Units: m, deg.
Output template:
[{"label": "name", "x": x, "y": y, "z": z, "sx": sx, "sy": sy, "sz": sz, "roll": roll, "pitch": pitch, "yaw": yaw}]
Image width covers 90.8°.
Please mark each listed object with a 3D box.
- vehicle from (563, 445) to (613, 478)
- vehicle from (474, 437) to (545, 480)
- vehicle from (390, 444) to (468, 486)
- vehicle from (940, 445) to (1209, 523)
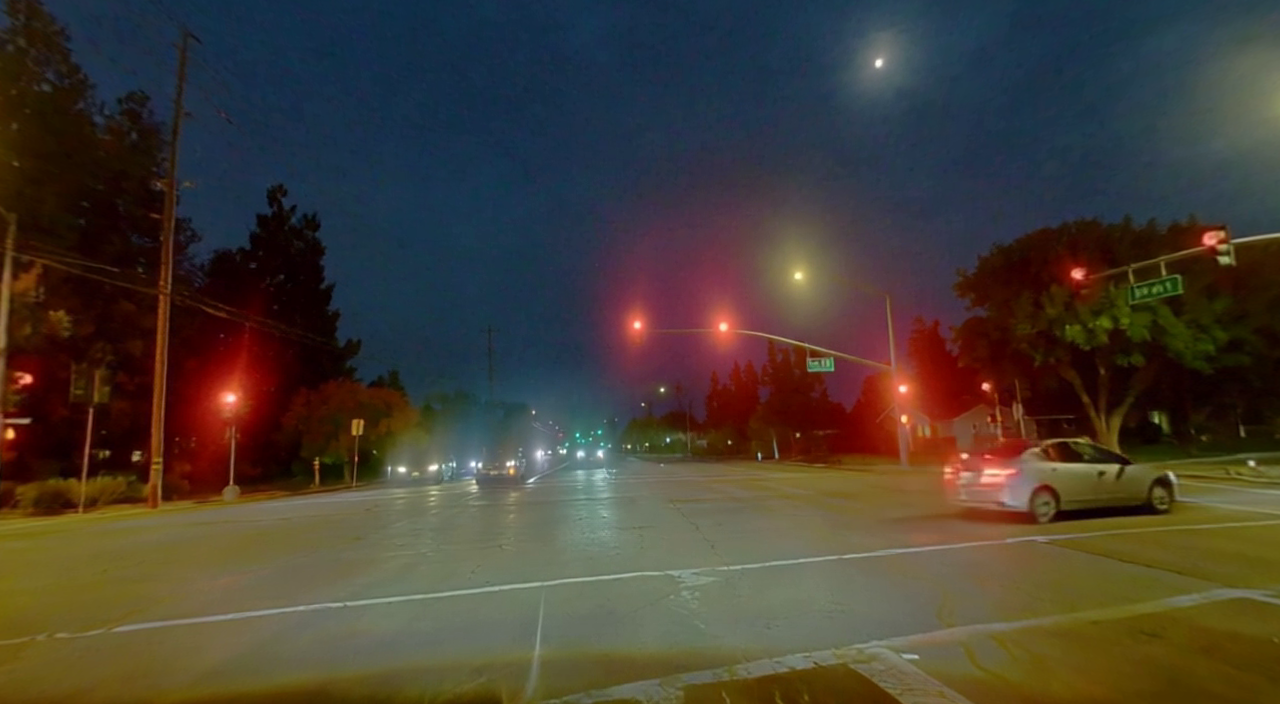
[{"label": "vehicle", "x": -2.426, "y": 5.281, "z": 30.834, "sx": 2.174, "sy": 1.477, "sz": 4.805, "roll": 0, "pitch": -9, "yaw": -2}, {"label": "vehicle", "x": -6.391, "y": 5.295, "z": 31.690, "sx": 2.479, "sy": 1.977, "sz": 5.254, "roll": 0, "pitch": -9, "yaw": -1}, {"label": "vehicle", "x": -10.168, "y": 5.458, "z": 30.890, "sx": 2.241, "sy": 1.819, "sz": 4.690, "roll": 0, "pitch": -9, "yaw": -1}, {"label": "vehicle", "x": 8.955, "y": 2.650, "z": 13.169, "sx": 4.443, "sy": 1.367, "sz": 2.197, "roll": 2, "pitch": -9, "yaw": -16}]
